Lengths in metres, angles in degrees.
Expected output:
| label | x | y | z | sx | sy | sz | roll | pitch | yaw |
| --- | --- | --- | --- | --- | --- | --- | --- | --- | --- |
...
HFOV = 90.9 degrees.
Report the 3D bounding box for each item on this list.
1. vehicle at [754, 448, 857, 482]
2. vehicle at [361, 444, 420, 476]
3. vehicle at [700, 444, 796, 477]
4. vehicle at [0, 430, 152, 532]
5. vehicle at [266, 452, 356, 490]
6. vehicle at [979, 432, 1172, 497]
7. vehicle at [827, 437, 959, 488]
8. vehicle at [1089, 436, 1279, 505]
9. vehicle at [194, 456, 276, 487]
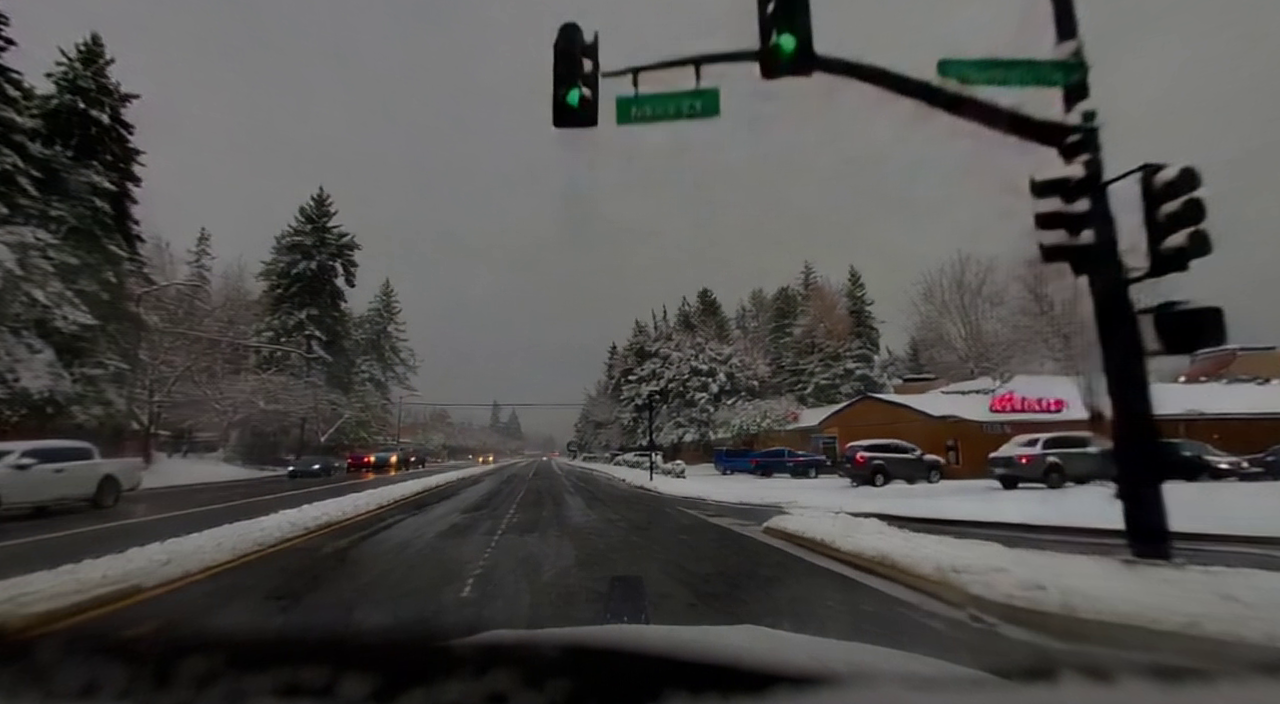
| label | x | y | z | sx | sy | sz | roll | pitch | yaw |
| --- | --- | --- | --- | --- | --- | --- | --- | --- | --- |
| vehicle | 7.614 | 5.176 | 29.118 | 4.257 | 1.474 | 1.751 | 2 | -9 | -14 |
| vehicle | -16.738 | 7.216 | 42.648 | 2.228 | 1.976 | 5.857 | 1 | -9 | -7 |
| vehicle | 6.002 | 6.018 | 35.165 | 4.843 | 1.748 | 1.985 | 1 | -9 | -11 |
| vehicle | -12.751 | 2.540 | 12.742 | 2.049 | 1.817 | 5.292 | 1 | -9 | -8 |
| vehicle | -14.305 | 5.159 | 27.716 | 1.951 | 1.436 | 4.624 | 1 | -9 | -7 |
| vehicle | 13.620 | 3.464 | 19.759 | 5.314 | 1.829 | 2.018 | 3 | -9 | -18 |
| vehicle | 9.619 | 4.136 | 23.936 | 4.669 | 1.770 | 1.896 | 4 | -10 | -25 |
| vehicle | 14.899 | 3.108 | 16.861 | 4.375 | 1.685 | 2.045 | 1 | -9 | -9 |
| vehicle | -22.406 | 6.598 | 35.096 | 2.019 | 1.471 | 4.600 | 1 | -9 | -8 |
